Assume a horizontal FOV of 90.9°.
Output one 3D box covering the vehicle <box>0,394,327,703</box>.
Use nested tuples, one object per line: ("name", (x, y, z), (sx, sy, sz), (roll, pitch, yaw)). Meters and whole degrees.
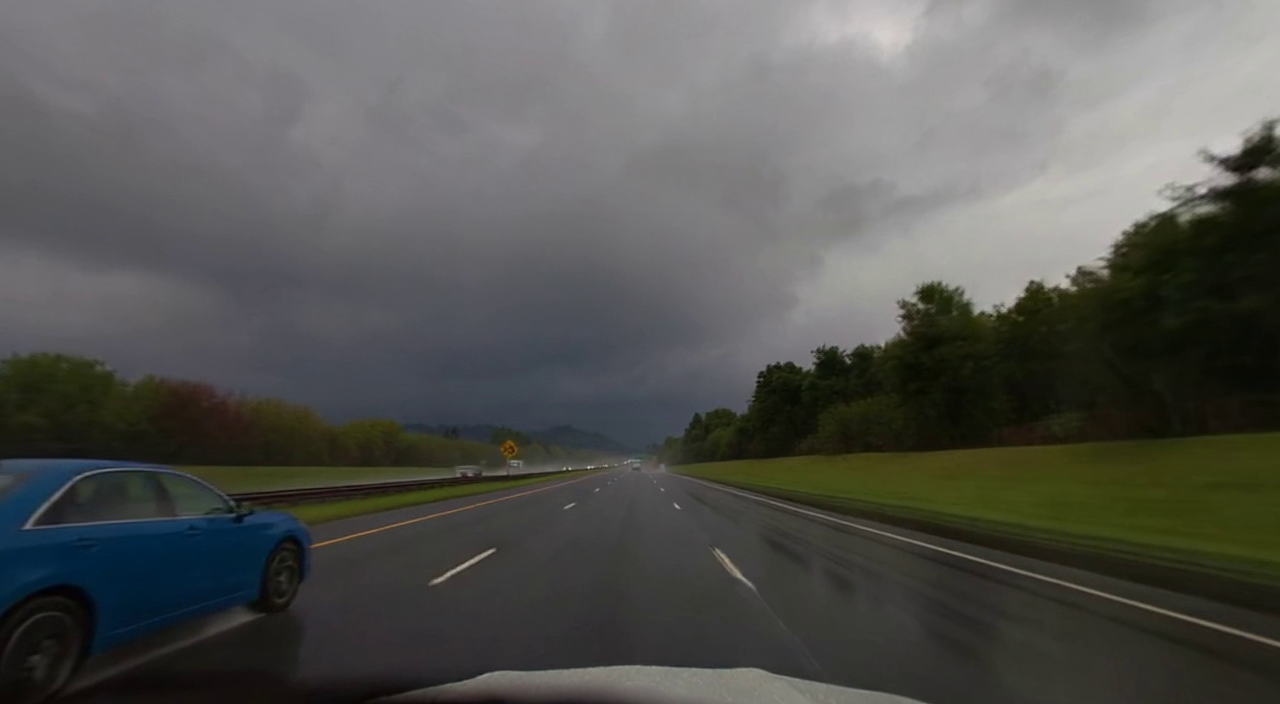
("vehicle", (-4.096, 1.141, 3.799), (1.928, 1.593, 4.871), (1, -10, -1))
